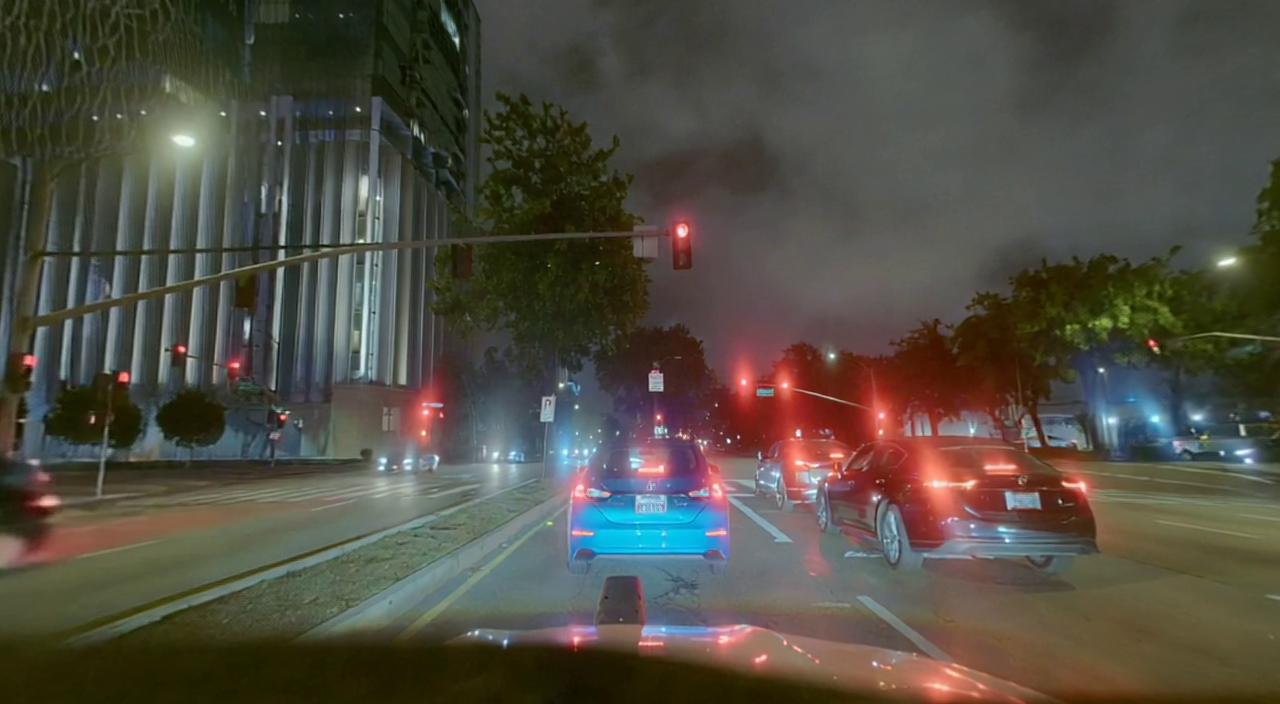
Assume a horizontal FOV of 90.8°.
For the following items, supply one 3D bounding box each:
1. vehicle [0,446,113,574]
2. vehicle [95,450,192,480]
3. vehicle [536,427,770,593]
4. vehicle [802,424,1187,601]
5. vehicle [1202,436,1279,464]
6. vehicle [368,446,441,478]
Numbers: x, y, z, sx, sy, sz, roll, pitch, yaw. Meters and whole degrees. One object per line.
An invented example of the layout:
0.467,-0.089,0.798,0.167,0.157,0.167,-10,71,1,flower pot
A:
-8.468,1.706,6.495,2.090,1.475,4.616,0,-9,1,vehicle
-26.686,6.062,34.051,3.657,1.528,1.783,1,-9,-3,vehicle
0.094,1.726,7.733,2.087,1.468,4.014,0,-9,-1,vehicle
3.629,1.724,7.737,2.018,1.491,4.544,0,-9,-1,vehicle
35.225,5.582,36.142,4.190,1.535,1.998,0,-9,-1,vehicle
-11.764,5.500,31.844,1.922,1.466,4.422,0,-9,1,vehicle
